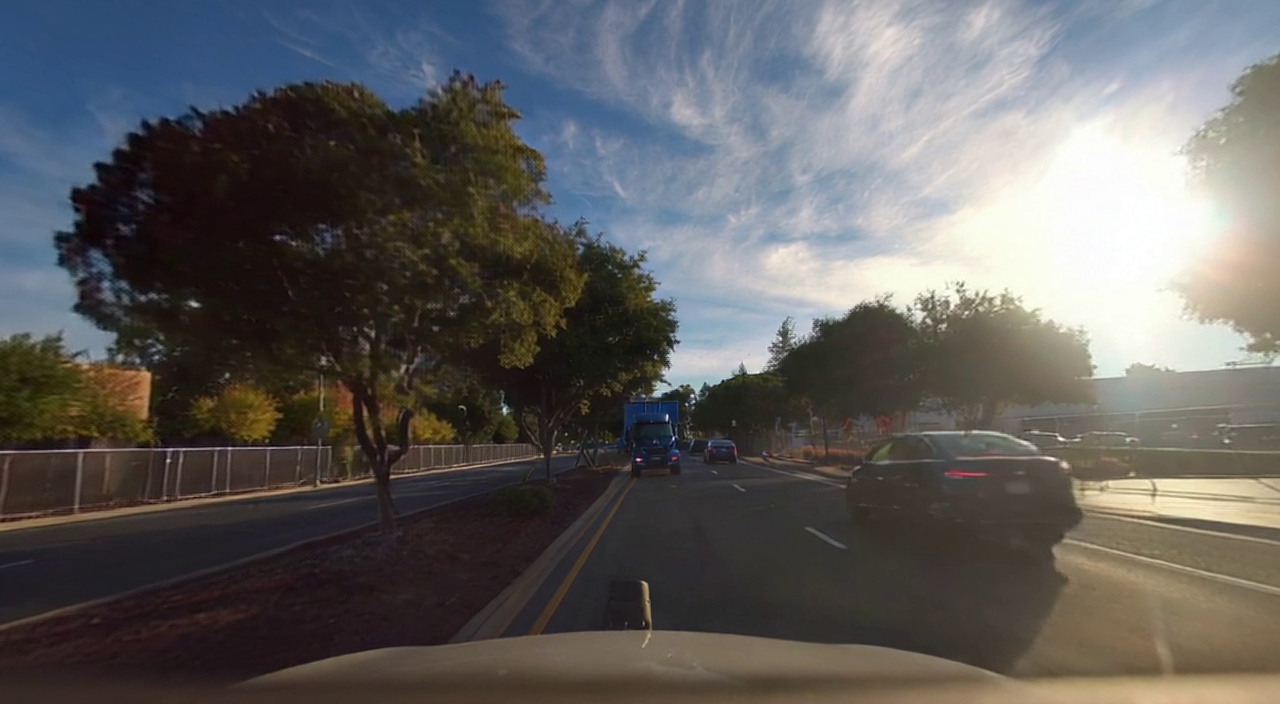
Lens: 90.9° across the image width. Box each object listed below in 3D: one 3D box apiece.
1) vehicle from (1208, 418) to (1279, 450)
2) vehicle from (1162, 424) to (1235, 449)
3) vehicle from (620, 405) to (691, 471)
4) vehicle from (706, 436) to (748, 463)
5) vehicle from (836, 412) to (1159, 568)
[{"bbox_3d":[37.495,5.015,38.081,2.389,1.806,5.792,-3,-9,18],"label":"vehicle"},{"bbox_3d":[44.083,6.686,49.914,2.050,1.801,5.143,-5,-8,15],"label":"vehicle"},{"bbox_3d":[0.797,4.424,32.326,3.197,2.963,7.055,0,-8,2],"label":"vehicle"},{"bbox_3d":[5.694,6.421,41.670,2.151,1.662,4.543,0,-8,1],"label":"vehicle"},{"bbox_3d":[4.555,1.811,9.102,2.076,1.661,4.524,0,-8,1],"label":"vehicle"}]
